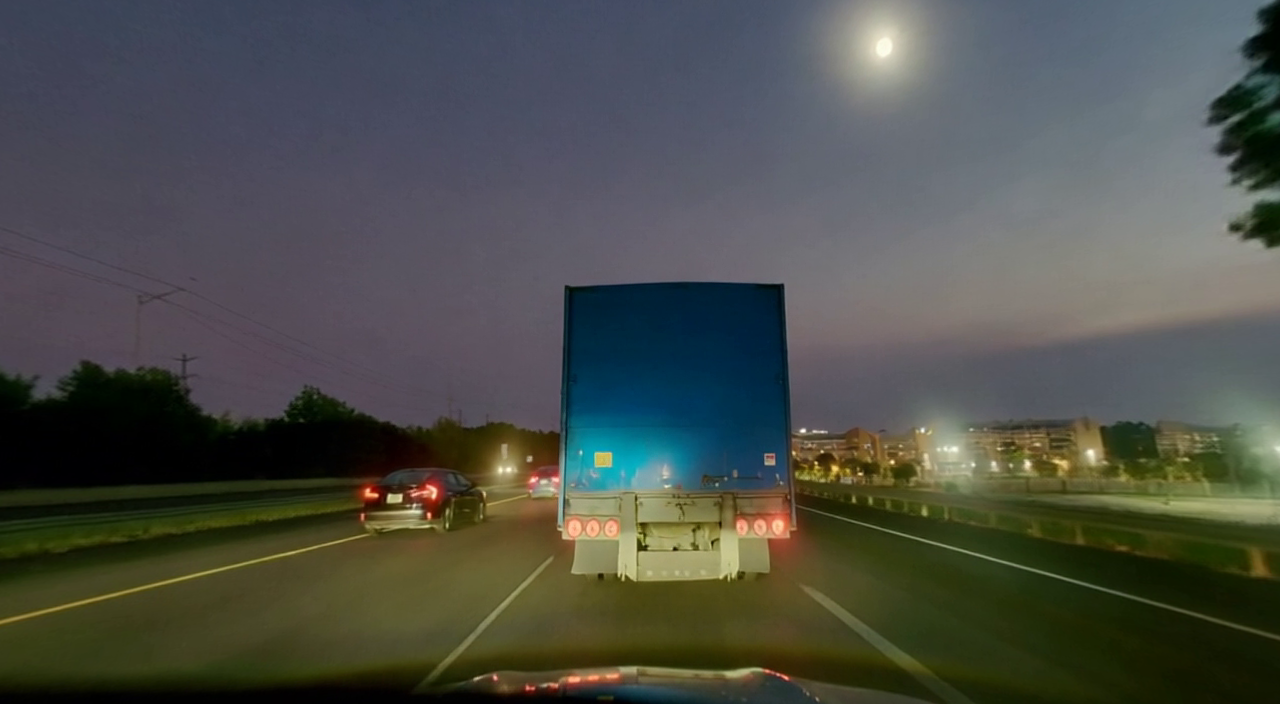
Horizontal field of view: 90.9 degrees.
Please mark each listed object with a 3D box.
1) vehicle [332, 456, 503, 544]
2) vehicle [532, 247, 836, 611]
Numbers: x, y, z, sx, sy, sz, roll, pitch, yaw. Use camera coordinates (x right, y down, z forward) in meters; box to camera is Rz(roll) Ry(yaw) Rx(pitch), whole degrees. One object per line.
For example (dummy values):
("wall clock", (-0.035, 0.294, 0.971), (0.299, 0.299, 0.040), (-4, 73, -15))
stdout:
("vehicle", (-4.328, 2.967, 13.127), (1.891, 1.469, 4.431), (1, -11, 0))
("vehicle", (0.627, 1.453, 10.476), (2.831, 3.529, 8.689), (0, -11, 3))
